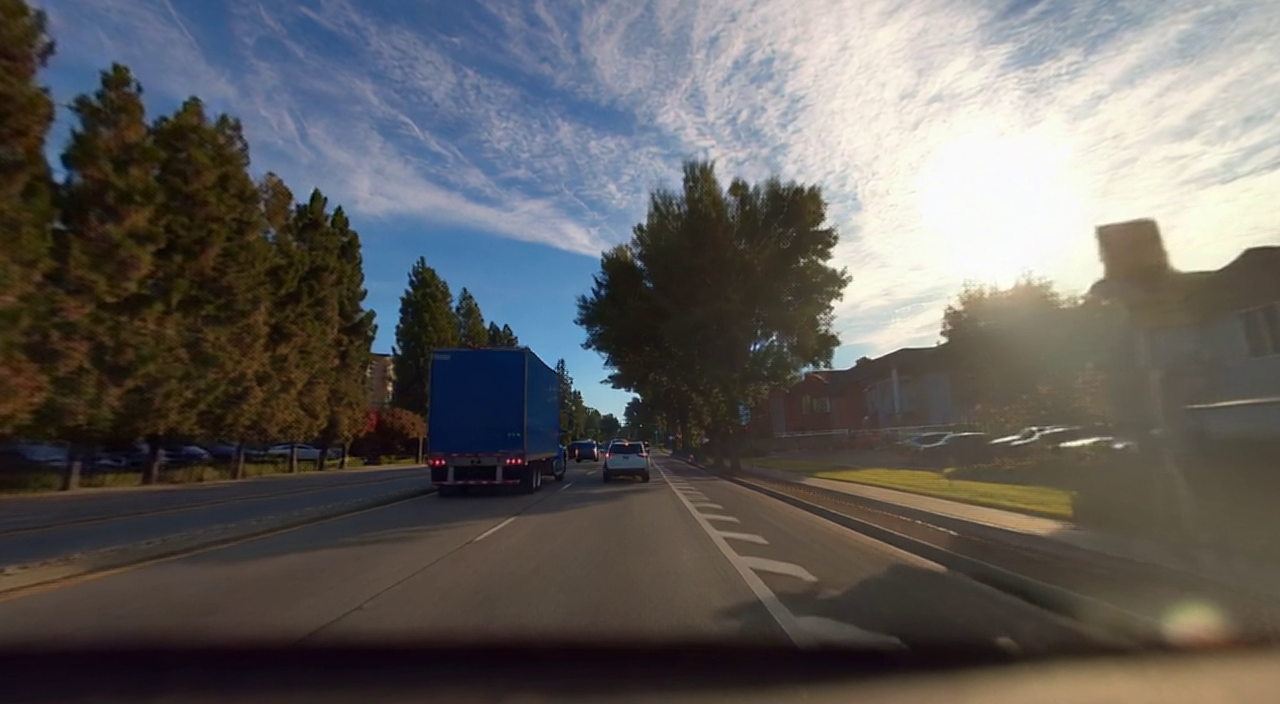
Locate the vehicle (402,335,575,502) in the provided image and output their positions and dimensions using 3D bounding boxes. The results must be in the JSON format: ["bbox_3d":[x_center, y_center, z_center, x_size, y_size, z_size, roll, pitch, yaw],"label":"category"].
[{"bbox_3d":[-4.056,2.297,19.982,2.996,3.902,10.410,0,-8,-1],"label":"vehicle"}]

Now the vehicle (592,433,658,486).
[{"bbox_3d":[-0.494,3.704,22.026,2.094,1.682,3.866,0,-8,-1],"label":"vehicle"}]
